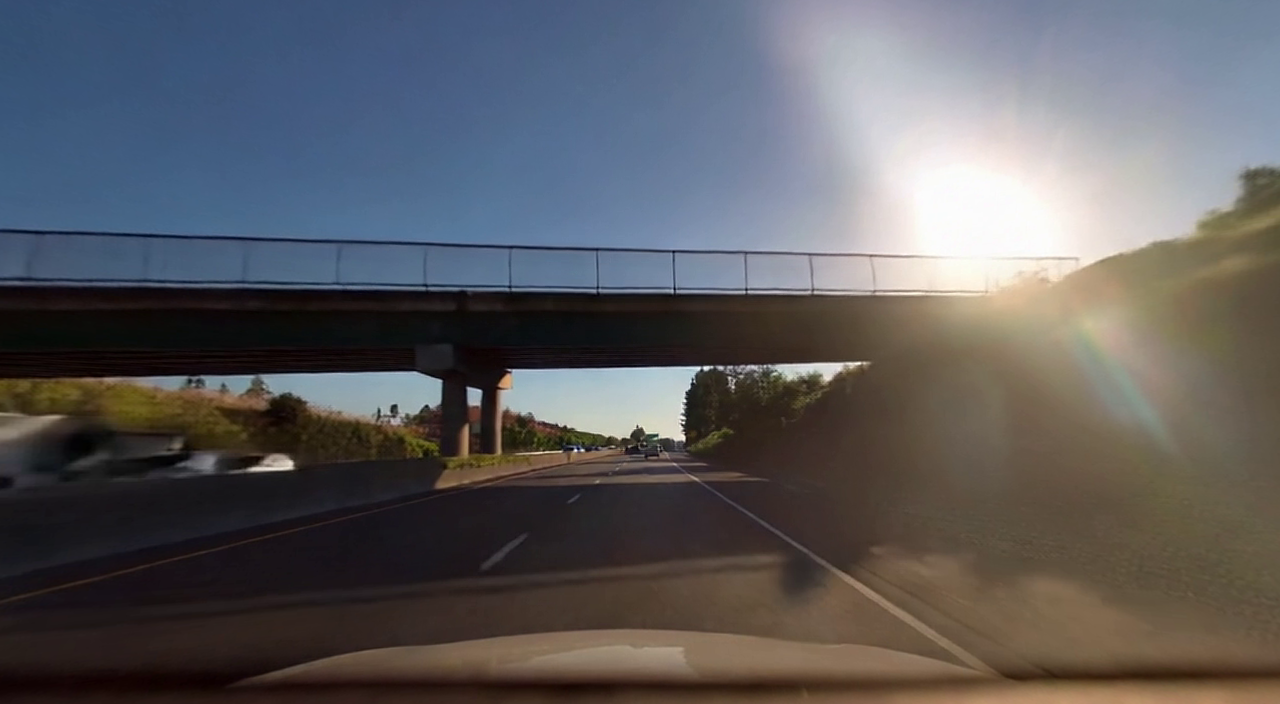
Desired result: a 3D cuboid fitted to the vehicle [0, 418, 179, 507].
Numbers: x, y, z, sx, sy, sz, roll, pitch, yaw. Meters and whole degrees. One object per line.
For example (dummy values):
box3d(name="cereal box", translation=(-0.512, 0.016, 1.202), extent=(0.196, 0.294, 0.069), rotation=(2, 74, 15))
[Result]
box3d(name="vehicle", translation=(-20.679, 3.924, 22.785), extent=(2.550, 2.690, 7.180), rotation=(0, -9, 0))

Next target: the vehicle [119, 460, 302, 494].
box3d(name="vehicle", translation=(-20.681, 6.088, 31.407), extent=(2.518, 1.226, 9.557), rotation=(-1, -9, 0))
